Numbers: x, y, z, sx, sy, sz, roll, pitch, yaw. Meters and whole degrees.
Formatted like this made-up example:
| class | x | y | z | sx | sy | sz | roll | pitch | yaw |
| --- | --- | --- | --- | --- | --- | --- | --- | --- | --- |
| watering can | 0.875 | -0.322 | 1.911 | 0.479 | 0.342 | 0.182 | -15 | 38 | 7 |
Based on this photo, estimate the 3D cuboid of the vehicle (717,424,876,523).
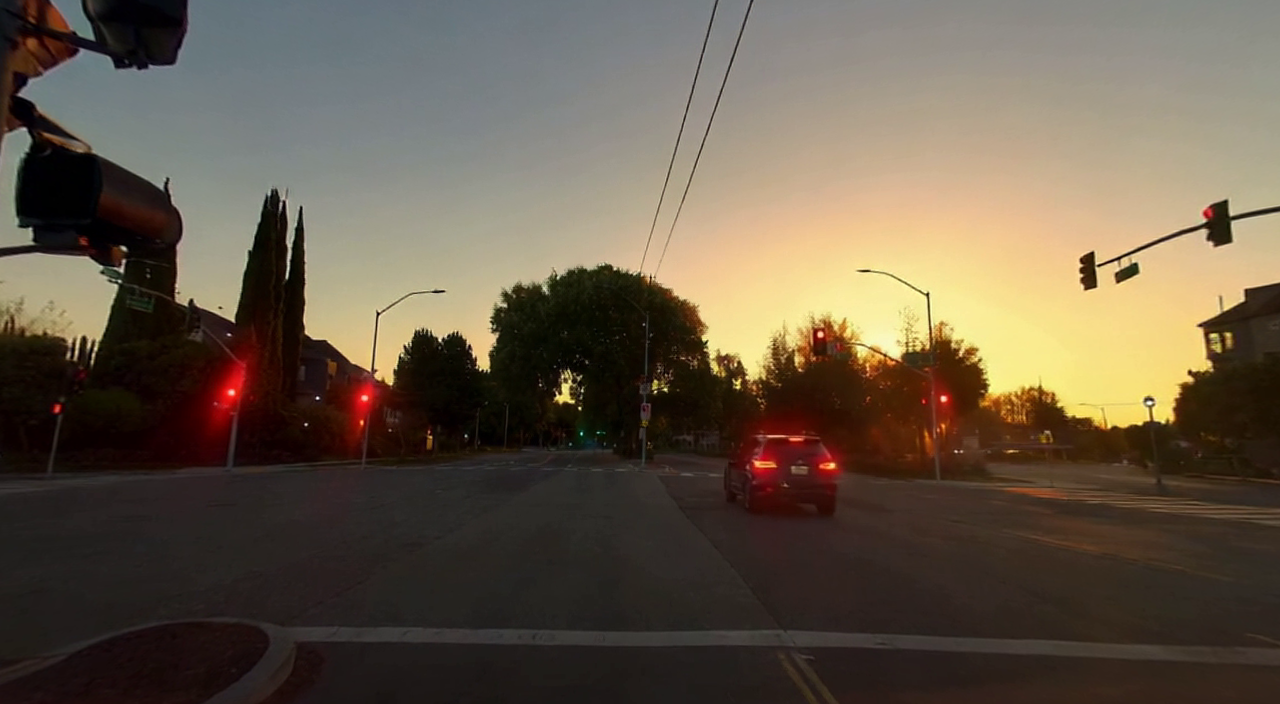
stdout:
| class | x | y | z | sx | sy | sz | roll | pitch | yaw |
| --- | --- | --- | --- | --- | --- | --- | --- | --- | --- |
| vehicle | 2.999 | 2.456 | 13.337 | 2.150 | 1.706 | 4.754 | 0 | -8 | 0 |
